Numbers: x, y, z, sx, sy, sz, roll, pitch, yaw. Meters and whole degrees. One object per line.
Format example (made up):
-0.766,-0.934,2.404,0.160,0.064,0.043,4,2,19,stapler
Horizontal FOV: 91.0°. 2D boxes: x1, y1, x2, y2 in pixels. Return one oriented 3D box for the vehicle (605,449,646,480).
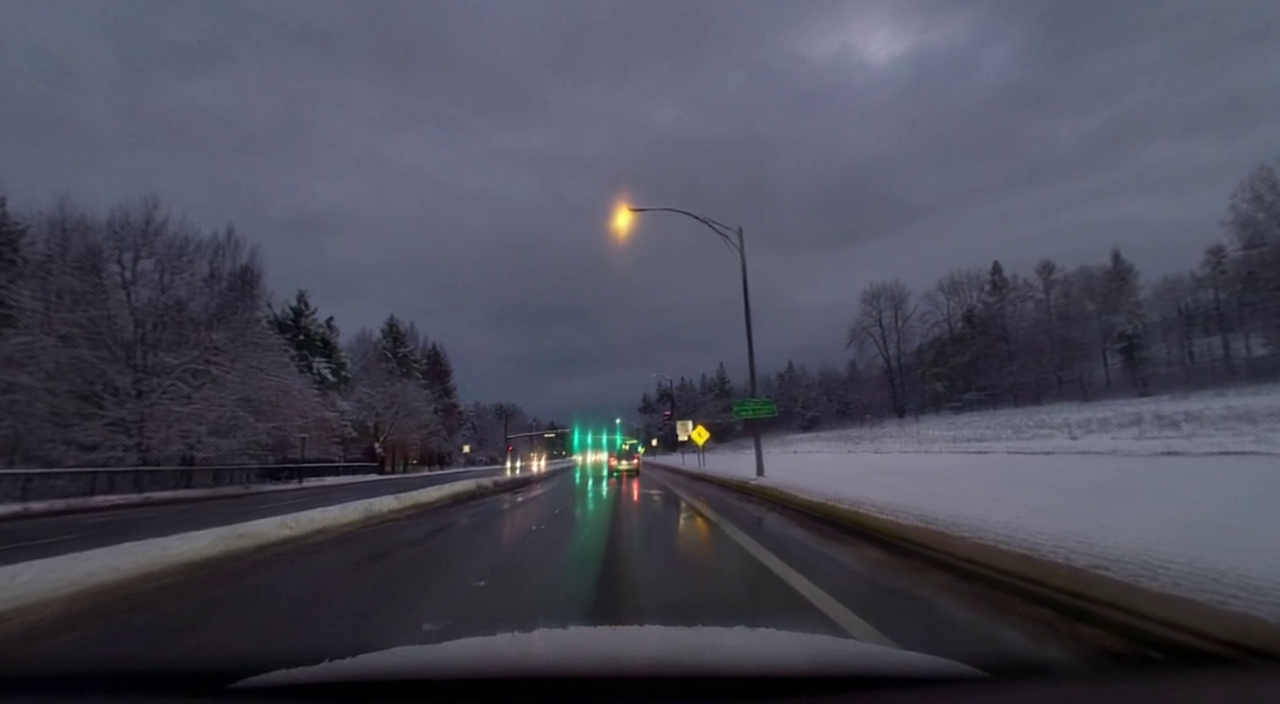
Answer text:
-0.718,5.661,31.863,1.954,1.469,3.465,0,-9,-1,vehicle
